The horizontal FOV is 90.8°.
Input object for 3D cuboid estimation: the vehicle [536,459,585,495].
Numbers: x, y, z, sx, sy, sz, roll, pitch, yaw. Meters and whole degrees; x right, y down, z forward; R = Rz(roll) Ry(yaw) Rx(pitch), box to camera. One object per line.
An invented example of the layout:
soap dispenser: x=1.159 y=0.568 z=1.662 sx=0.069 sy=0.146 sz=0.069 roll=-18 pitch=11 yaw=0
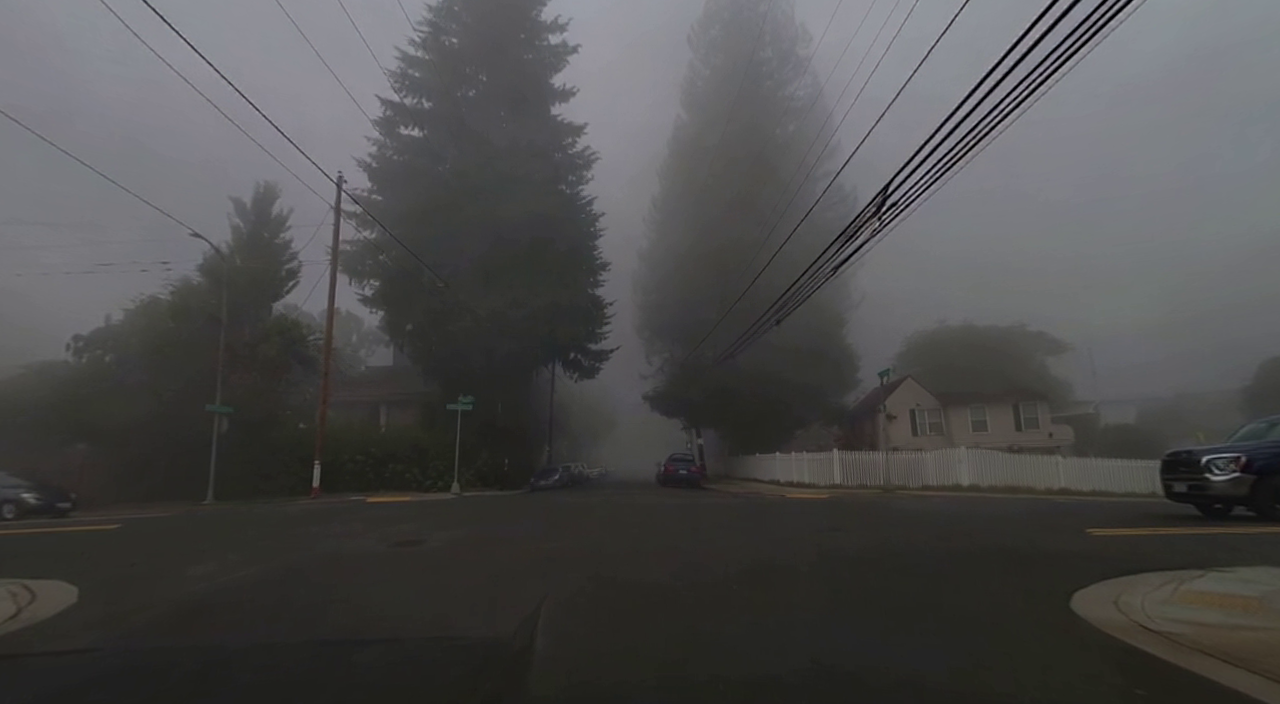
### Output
vehicle: x=-4.291 y=6.822 z=34.682 sx=2.189 sy=1.771 sz=4.571 roll=0 pitch=-10 yaw=-1

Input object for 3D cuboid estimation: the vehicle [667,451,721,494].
vehicle: x=2.584 y=5.872 z=31.124 sx=2.051 sy=1.874 sz=4.459 roll=0 pitch=-8 yaw=-3

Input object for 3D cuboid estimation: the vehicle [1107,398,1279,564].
vehicle: x=9.698 y=1.674 z=8.619 sx=4.677 sy=1.949 sz=2.334 roll=-1 pitch=-8 yaw=3
